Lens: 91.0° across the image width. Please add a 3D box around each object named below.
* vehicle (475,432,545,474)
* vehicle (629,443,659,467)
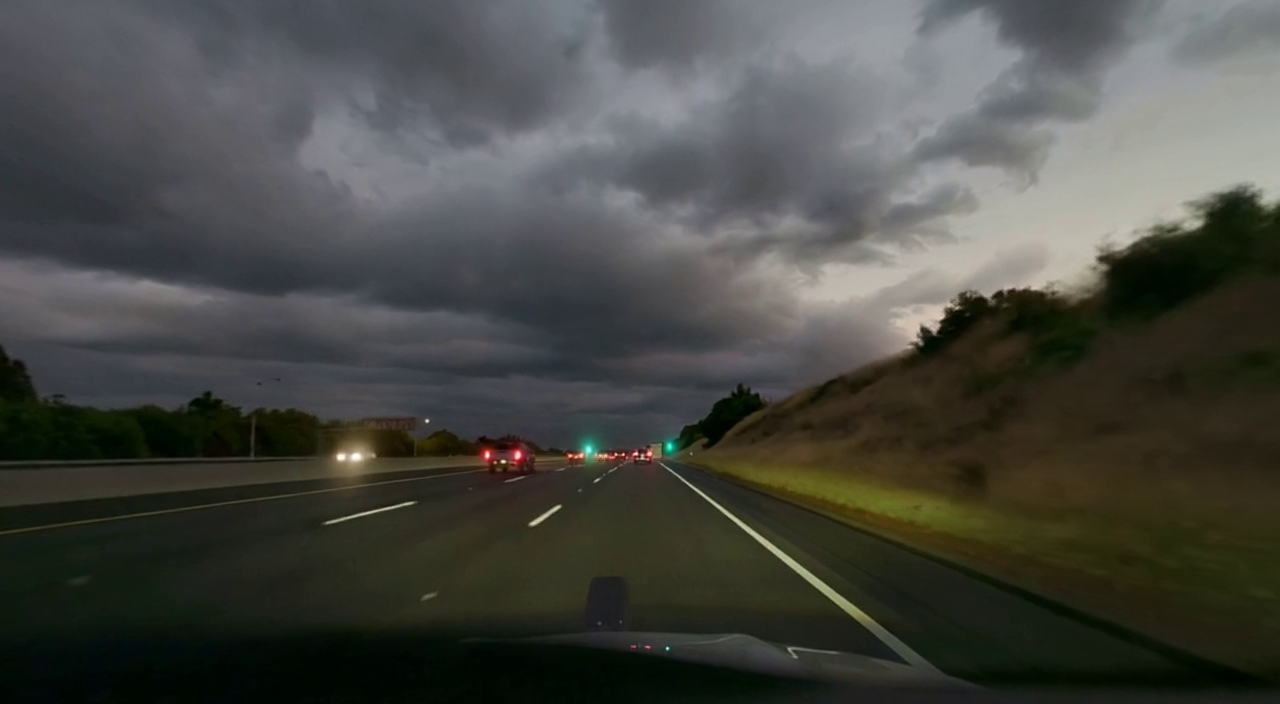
[{"bbox_3d":[-6.679,5.270,33.095,2.438,1.967,5.596,0,-9,0],"label":"vehicle"},{"bbox_3d":[0.298,7.743,47.493,2.141,1.706,4.065,0,-9,0],"label":"vehicle"}]
